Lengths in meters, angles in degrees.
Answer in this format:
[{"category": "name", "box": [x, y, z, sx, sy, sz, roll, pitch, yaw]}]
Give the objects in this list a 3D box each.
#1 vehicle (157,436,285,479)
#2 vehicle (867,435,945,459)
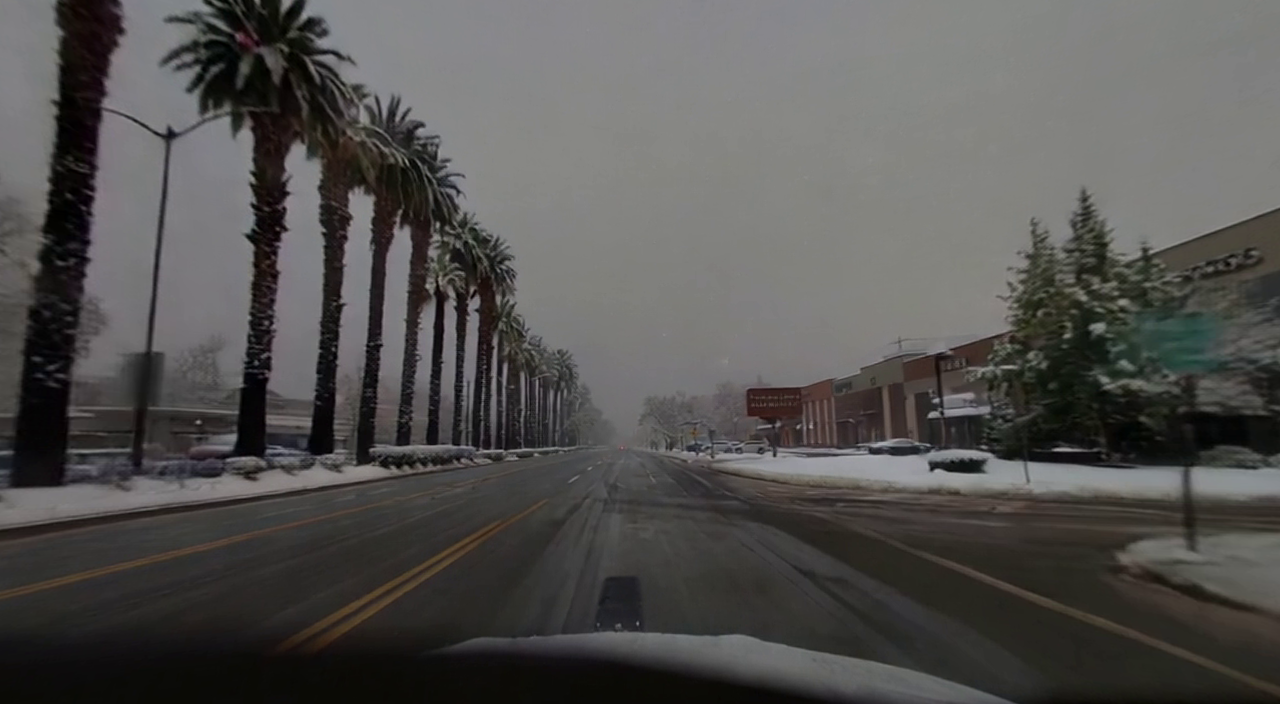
[{"category": "vehicle", "box": [-20.120, 5.059, 30.799, 2.226, 1.860, 5.857, 0, -8, 0]}, {"category": "vehicle", "box": [18.813, 6.704, 44.780, 4.552, 1.649, 2.187, 0, -8, -4]}]
